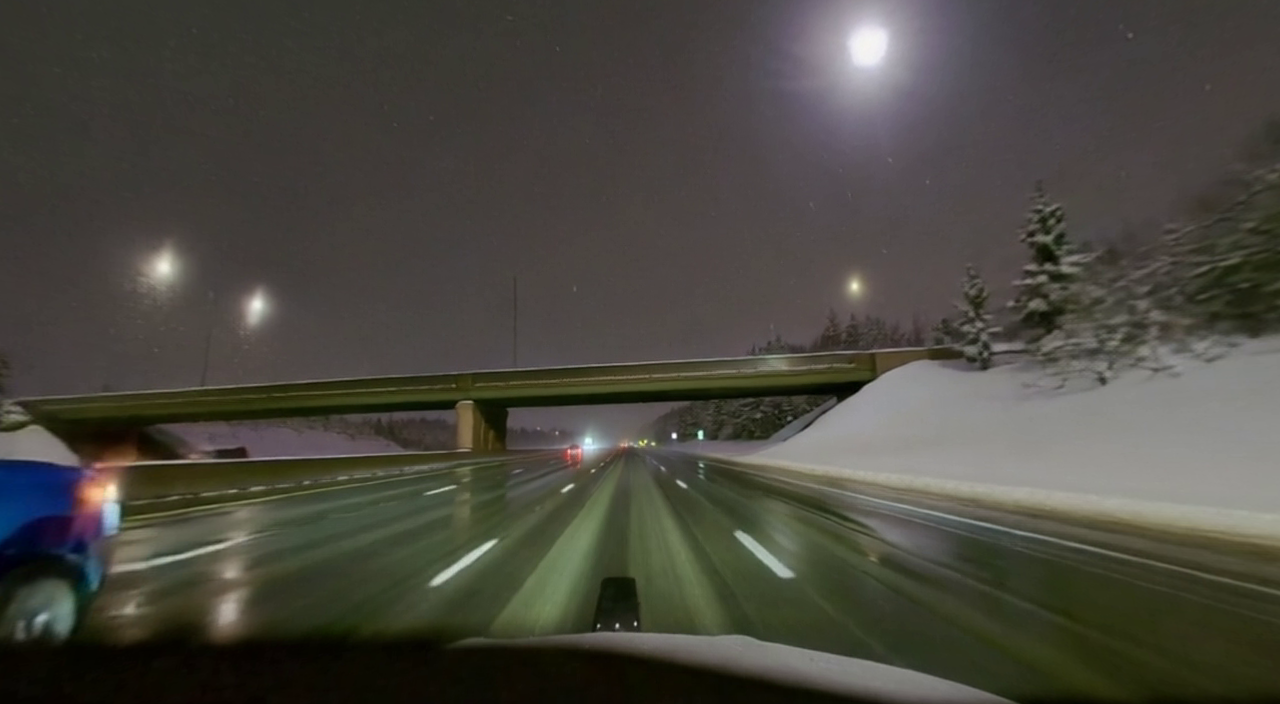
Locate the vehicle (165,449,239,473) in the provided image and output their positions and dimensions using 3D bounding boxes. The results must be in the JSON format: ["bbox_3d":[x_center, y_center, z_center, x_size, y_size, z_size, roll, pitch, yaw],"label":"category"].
[{"bbox_3d":[-29.169,7.255,42.266,1.829,1.420,4.422,0,-8,-1],"label":"vehicle"}]

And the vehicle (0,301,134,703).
[{"bbox_3d":[-4.223,0.442,0.639,2.529,2.003,5.904,0,-8,0],"label":"vehicle"}]
